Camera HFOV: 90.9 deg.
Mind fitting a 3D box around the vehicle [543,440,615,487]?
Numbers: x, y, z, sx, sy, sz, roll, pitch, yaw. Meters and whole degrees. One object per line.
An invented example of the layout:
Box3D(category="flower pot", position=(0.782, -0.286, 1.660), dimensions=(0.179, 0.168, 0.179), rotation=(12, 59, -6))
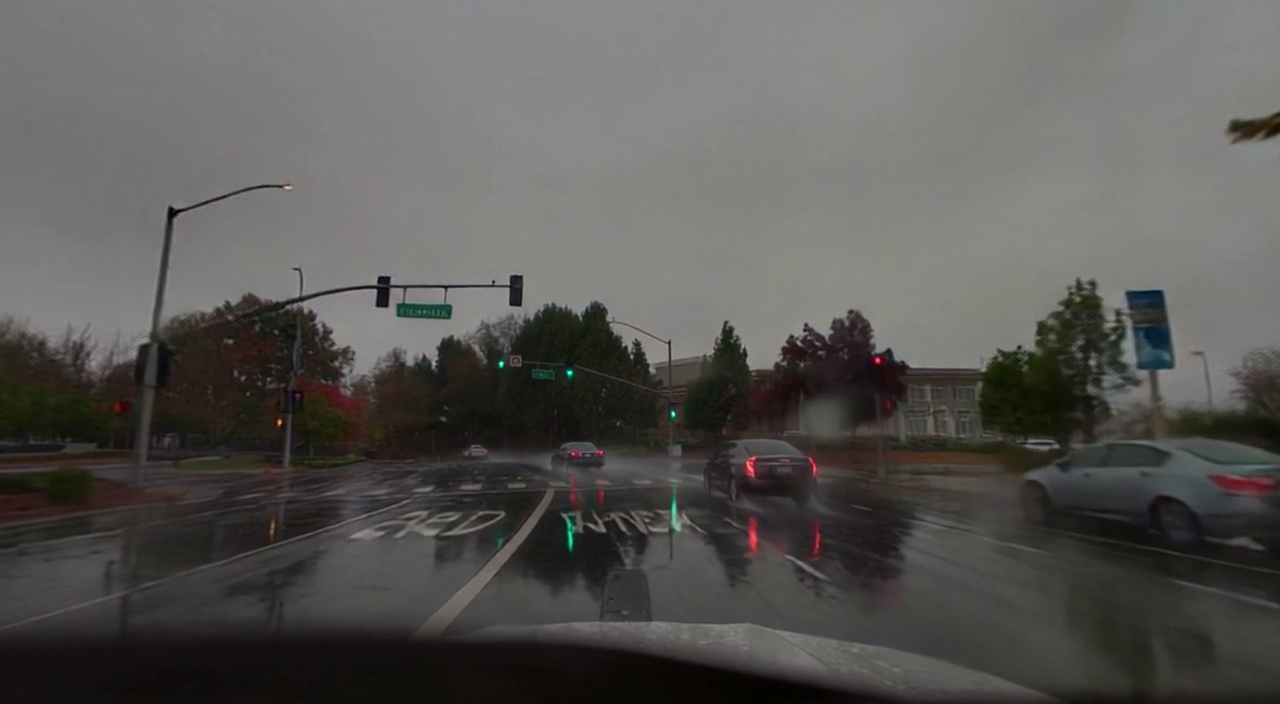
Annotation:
Box3D(category="vehicle", position=(-2.419, 4.145, 23.840), dimensions=(2.308, 1.535, 4.811), rotation=(2, -9, -10))

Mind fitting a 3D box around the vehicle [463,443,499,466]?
Box3D(category="vehicle", position=(-11.982, 7.676, 47.305), dimensions=(2.012, 1.492, 4.079), rotation=(5, -8, -21))

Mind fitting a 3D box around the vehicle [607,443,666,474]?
Box3D(category="vehicle", position=(-0.275, 5.483, 32.725), dimensions=(1.957, 1.463, 4.701), rotation=(2, -9, -14))

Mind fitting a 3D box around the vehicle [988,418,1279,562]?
Box3D(category="vehicle", position=(7.416, 1.819, 9.095), dimensions=(1.933, 1.522, 4.443), rotation=(1, -9, -5))

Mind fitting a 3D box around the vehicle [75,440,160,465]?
Box3D(category="vehicle", position=(-34.177, 6.573, 41.311), dimensions=(3.796, 1.595, 1.808), rotation=(3, -9, -21))

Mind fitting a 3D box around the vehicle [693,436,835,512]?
Box3D(category="vehicle", position=(2.677, 2.763, 14.853), dimensions=(1.984, 1.476, 4.488), rotation=(1, -9, -6))
